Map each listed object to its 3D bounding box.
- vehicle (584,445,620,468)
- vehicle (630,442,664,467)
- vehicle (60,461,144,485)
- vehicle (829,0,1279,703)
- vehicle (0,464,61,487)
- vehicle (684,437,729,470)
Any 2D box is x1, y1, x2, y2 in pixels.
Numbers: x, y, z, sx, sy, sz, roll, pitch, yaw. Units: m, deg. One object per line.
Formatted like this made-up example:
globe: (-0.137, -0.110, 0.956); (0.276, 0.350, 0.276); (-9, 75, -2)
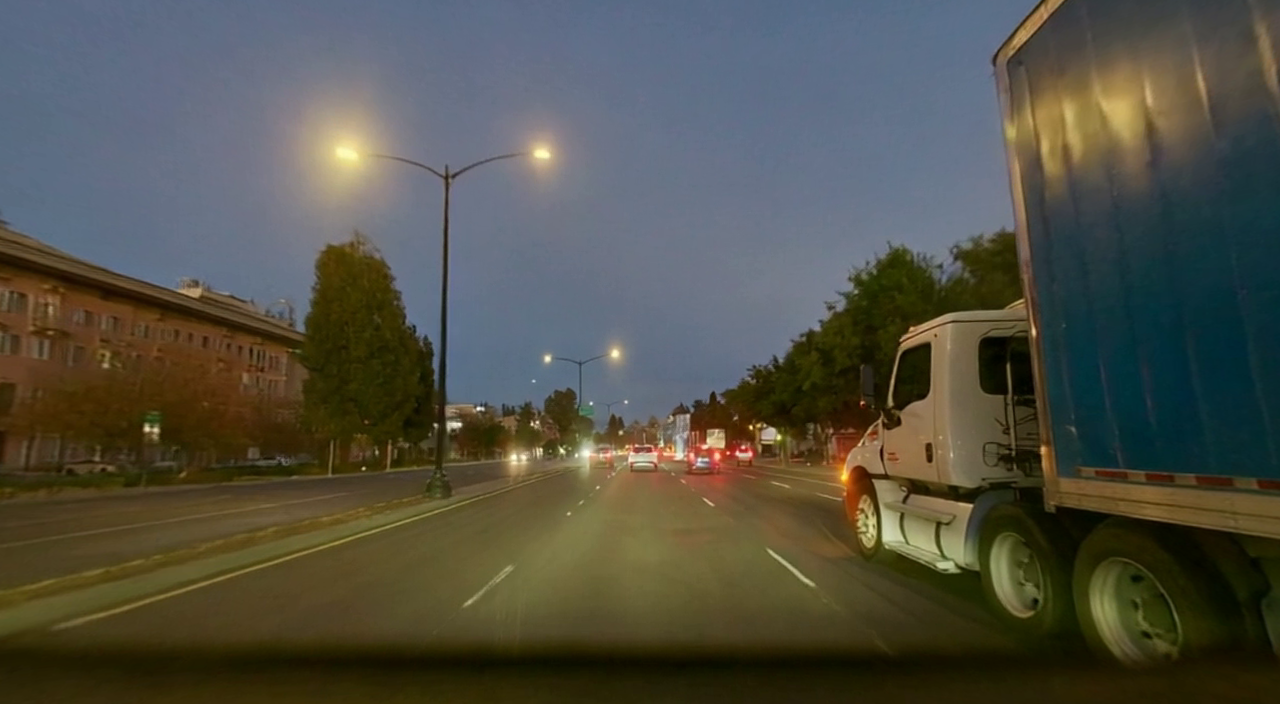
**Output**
vehicle: (-2.652, 7.478, 45.408); (2.211, 1.537, 4.666); (0, -8, 1)
vehicle: (0.506, 7.231, 44.597); (2.276, 1.704, 3.925); (0, -8, 1)
vehicle: (-37.656, 8.446, 44.312); (1.886, 1.437, 4.572); (0, -8, 0)
vehicle: (3.580, -0.207, 2.889); (3.006, 3.679, 8.506); (-1, -8, 2)
vehicle: (-42.832, 8.494, 43.526); (1.897, 1.429, 3.741); (-1, -8, 3)
vehicle: (4.017, 6.230, 38.804); (2.196, 1.908, 4.412); (0, -8, -1)
